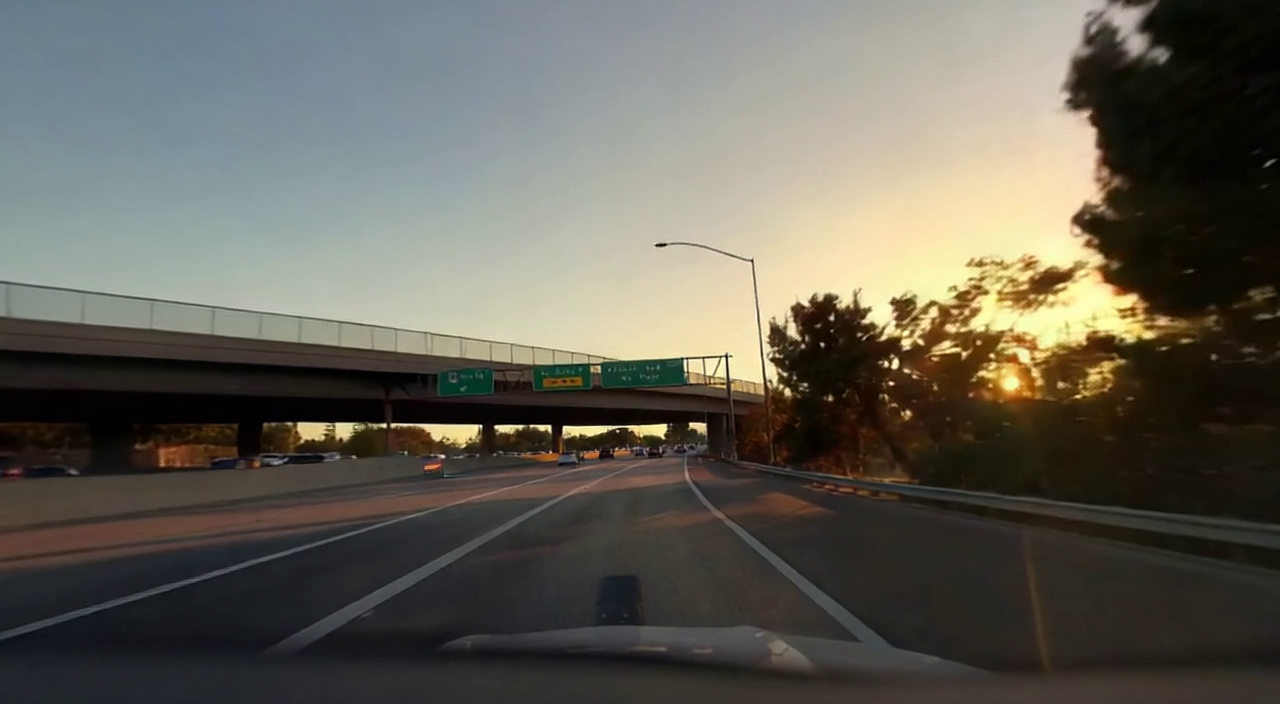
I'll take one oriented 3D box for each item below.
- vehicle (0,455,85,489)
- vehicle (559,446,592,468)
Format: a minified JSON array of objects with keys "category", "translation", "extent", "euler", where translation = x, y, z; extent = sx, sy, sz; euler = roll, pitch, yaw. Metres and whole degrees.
[{"category":"vehicle","translation":[-34.699,6.757,35.839],"extent":[2.189,1.710,4.614],"euler":[-1,-9,1]},{"category":"vehicle","translation":[-4.748,7.852,47.276],"extent":[2.271,1.537,4.029],"euler":[0,-9,-3]}]
